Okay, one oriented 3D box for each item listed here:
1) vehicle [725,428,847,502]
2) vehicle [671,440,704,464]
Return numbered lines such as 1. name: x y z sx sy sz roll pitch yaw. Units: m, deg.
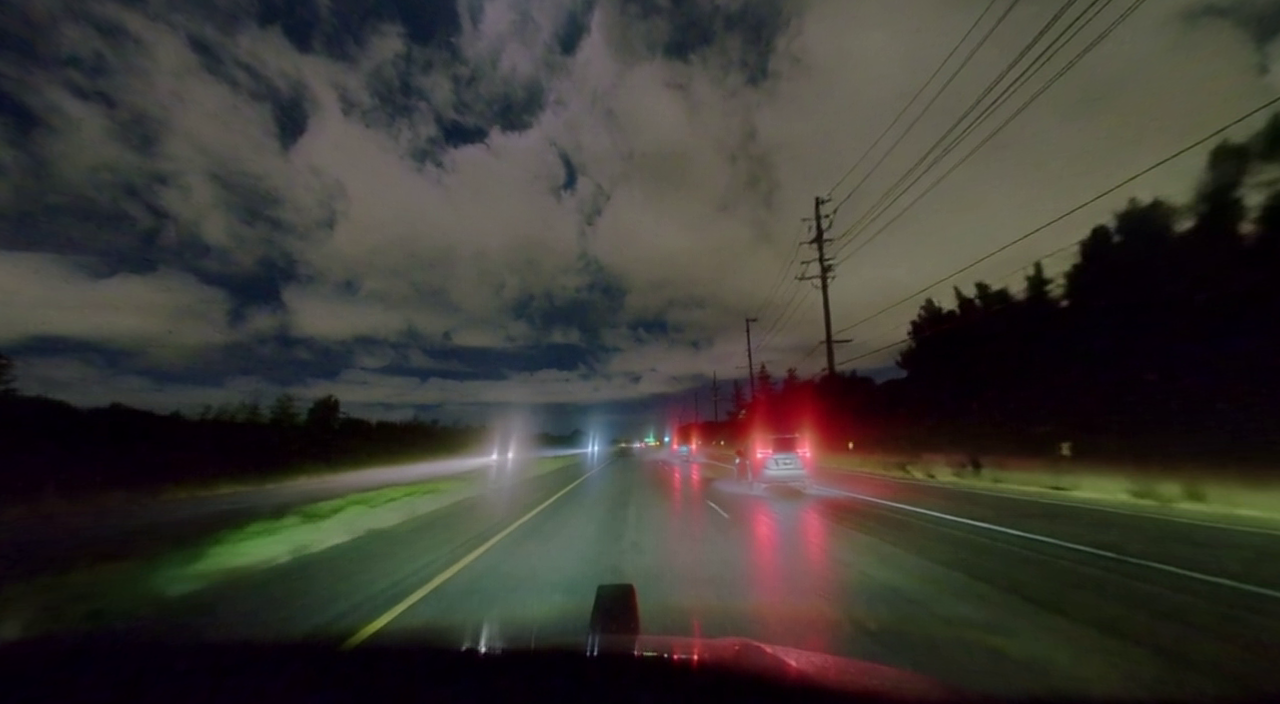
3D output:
1. vehicle: 3.523 2.807 16.139 1.977 1.581 4.428 -1 -8 -1
2. vehicle: 3.147 6.739 42.709 1.868 1.507 3.833 -1 -8 -1
